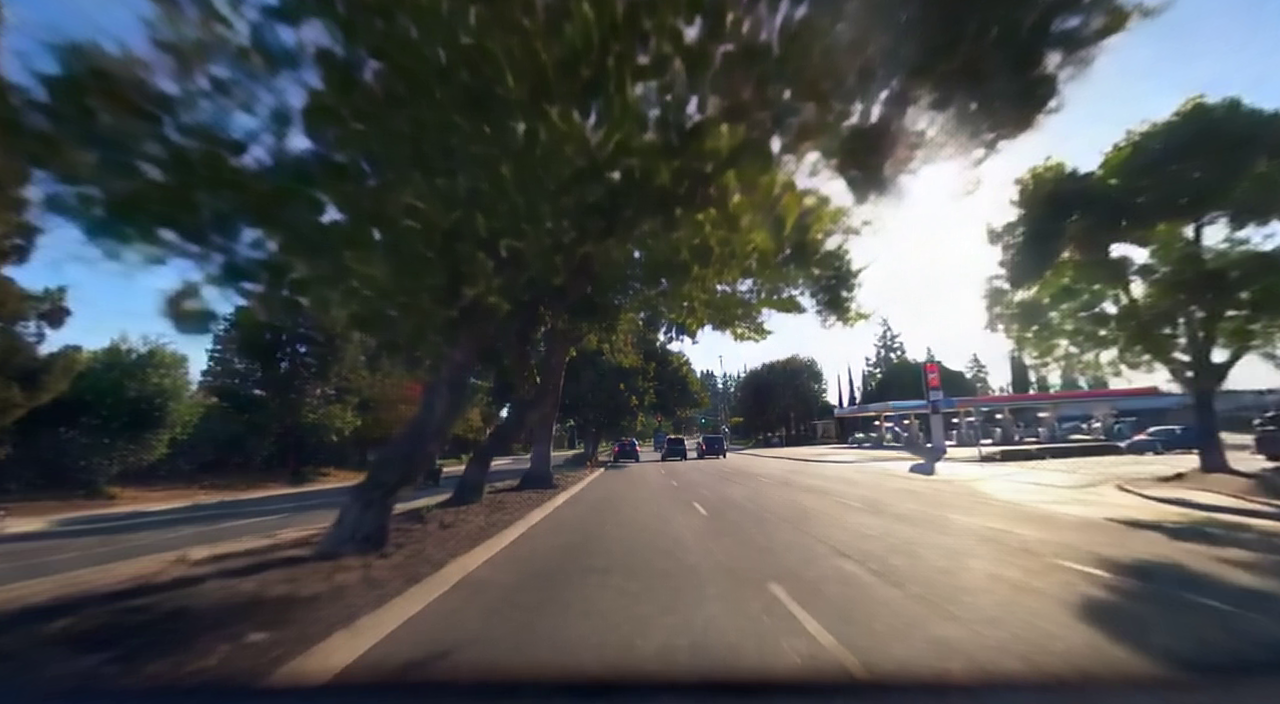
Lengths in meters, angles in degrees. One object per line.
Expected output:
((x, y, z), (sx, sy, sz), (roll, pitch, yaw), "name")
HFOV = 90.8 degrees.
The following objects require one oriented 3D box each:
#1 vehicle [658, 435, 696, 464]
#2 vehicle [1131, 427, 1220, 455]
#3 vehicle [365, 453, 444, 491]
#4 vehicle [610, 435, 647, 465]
((2.423, 6.567, 42.555), (2.140, 1.800, 4.660), (0, -8, -2), "vehicle")
((29.939, 4.976, 35.288), (4.663, 1.485, 1.991), (4, -9, -26), "vehicle")
((-10.750, 5.488, 29.229), (2.052, 1.503, 4.559), (0, -8, -2), "vehicle")
((-0.799, 6.268, 40.456), (2.261, 1.820, 4.255), (0, -8, -3), "vehicle")
